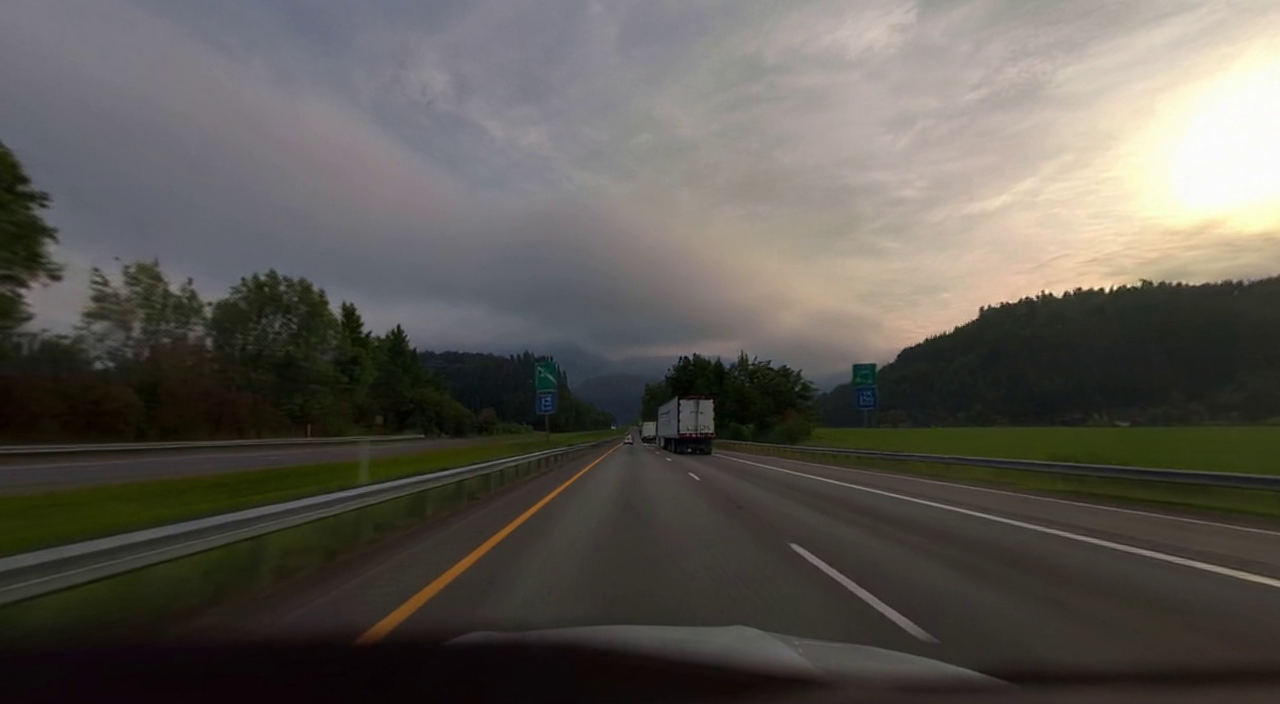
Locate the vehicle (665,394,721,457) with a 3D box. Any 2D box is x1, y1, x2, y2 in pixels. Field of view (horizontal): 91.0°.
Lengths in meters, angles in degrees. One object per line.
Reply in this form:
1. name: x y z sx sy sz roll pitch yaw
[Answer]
1. vehicle: 3.577 5.405 45.248 3.004 3.952 10.263 0 -8 -1
